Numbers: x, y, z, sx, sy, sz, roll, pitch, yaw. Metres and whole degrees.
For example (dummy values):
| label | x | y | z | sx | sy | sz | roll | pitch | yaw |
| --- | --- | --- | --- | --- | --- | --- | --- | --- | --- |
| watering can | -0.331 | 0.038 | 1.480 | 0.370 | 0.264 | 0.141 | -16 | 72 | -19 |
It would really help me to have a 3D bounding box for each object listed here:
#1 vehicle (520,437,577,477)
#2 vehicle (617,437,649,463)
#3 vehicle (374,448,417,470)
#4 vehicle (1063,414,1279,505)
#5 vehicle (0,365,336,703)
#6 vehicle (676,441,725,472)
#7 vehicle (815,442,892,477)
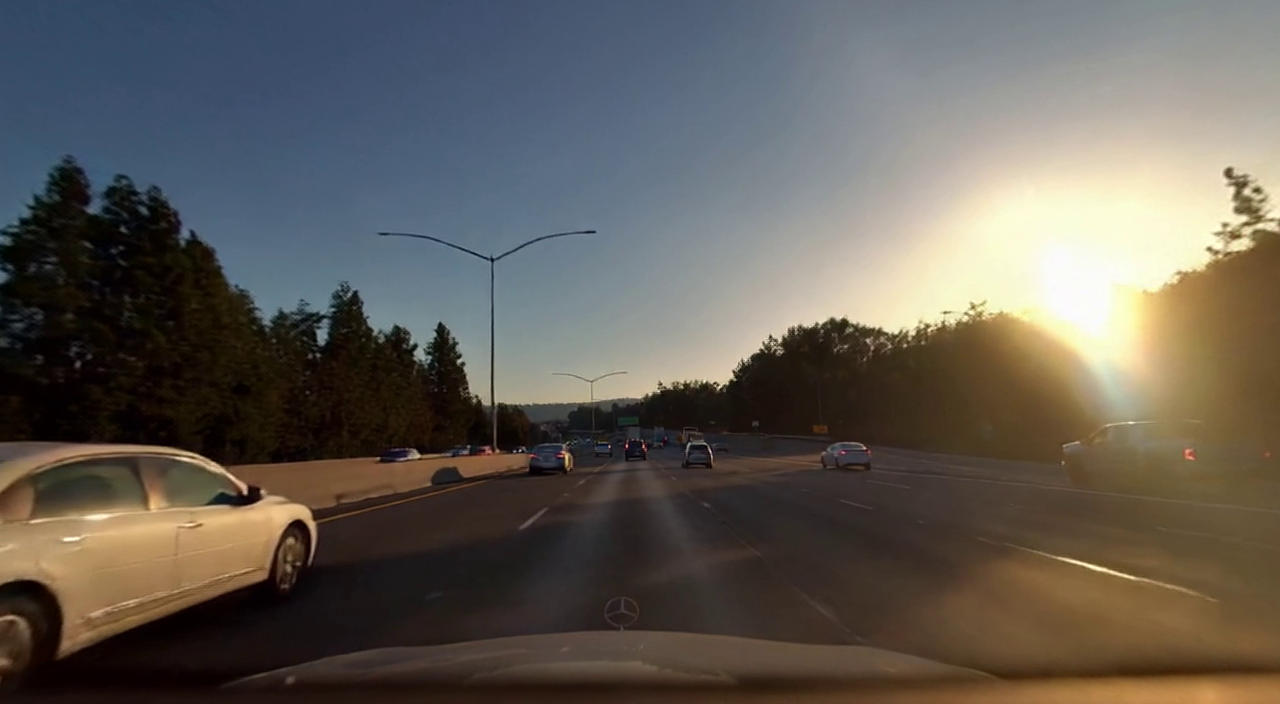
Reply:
| label | x | y | z | sx | sy | sz | roll | pitch | yaw |
| --- | --- | --- | --- | --- | --- | --- | --- | --- | --- |
| vehicle | -4.046 | 4.729 | 28.663 | 1.992 | 1.651 | 4.185 | 0 | -8 | -1 |
| vehicle | -0.516 | 7.119 | 46.023 | 2.192 | 1.813 | 4.864 | 0 | -8 | -1 |
| vehicle | -16.597 | 7.236 | 42.968 | 1.533 | 1.384 | 3.386 | 0 | -8 | 0 |
| vehicle | 12.908 | 2.517 | 15.141 | 2.076 | 1.799 | 4.871 | 0 | -8 | -1 |
| vehicle | -3.612 | 0.974 | 3.078 | 2.119 | 1.654 | 4.353 | 0 | -8 | -1 |
| vehicle | 3.057 | 5.375 | 32.823 | 2.007 | 1.469 | 4.337 | 0 | -8 | -2 |
| vehicle | 9.366 | 4.736 | 28.063 | 1.910 | 1.384 | 3.867 | 1 | -8 | -3 |
